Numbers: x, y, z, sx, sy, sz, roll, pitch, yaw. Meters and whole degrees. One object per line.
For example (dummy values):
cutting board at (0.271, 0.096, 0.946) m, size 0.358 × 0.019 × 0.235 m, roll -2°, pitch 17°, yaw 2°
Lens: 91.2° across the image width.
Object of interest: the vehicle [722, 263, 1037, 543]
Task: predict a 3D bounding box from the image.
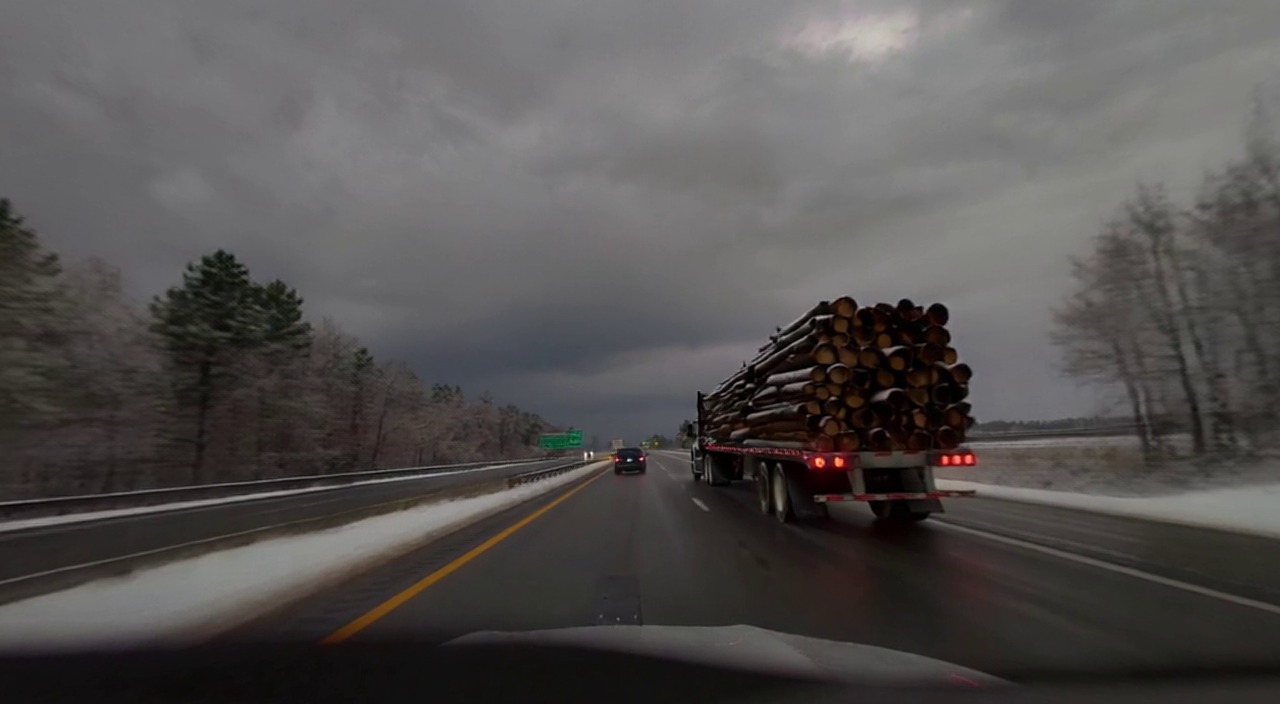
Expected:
vehicle at (3.847, 1.297, 12.972) m, size 3.004 × 3.923 × 8.363 m, roll 0°, pitch -9°, yaw -1°

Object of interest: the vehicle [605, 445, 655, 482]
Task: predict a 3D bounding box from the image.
vehicle at (-0.441, 5.000, 28.410) m, size 2.099 × 1.506 × 4.097 m, roll -1°, pitch -9°, yaw 0°
